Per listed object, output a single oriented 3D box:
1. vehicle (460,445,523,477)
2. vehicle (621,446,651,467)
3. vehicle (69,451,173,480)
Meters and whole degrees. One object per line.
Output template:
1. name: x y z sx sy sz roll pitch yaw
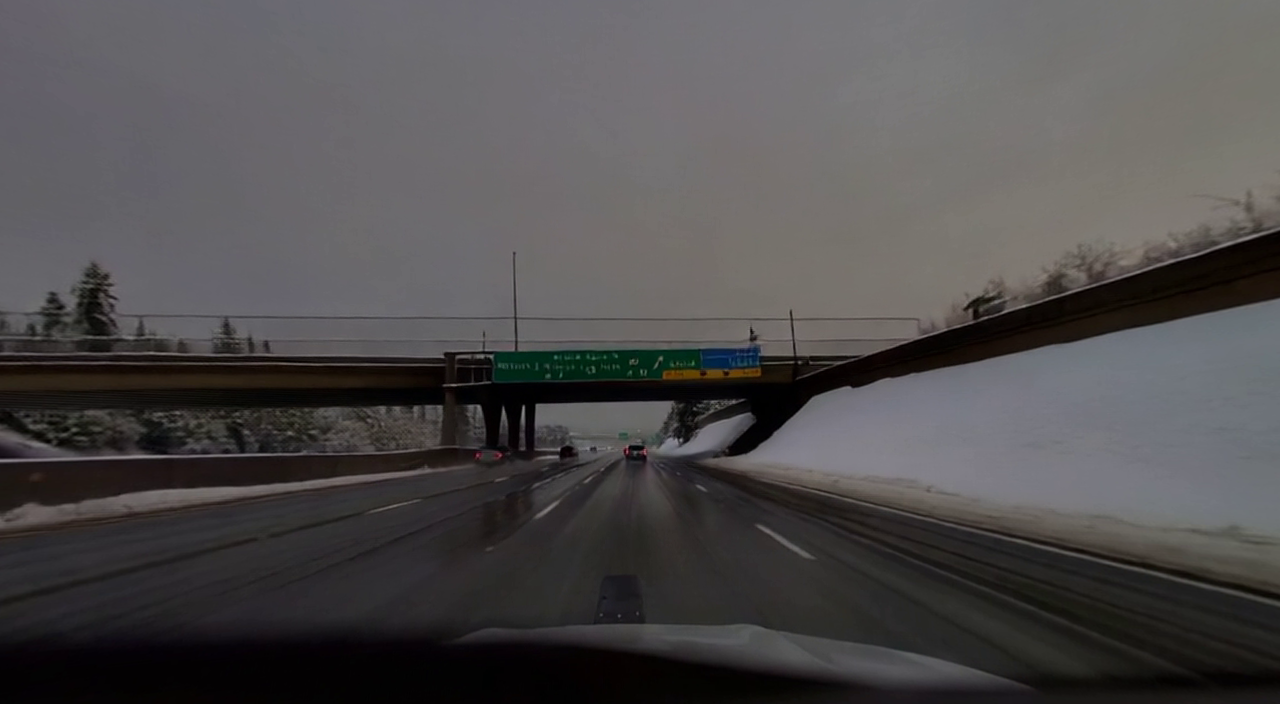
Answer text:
1. vehicle: -7.238 5.369 31.403 1.994 1.487 4.605 0 -9 0
2. vehicle: -0.344 7.672 46.599 2.086 1.472 4.168 0 -9 -1
3. vehicle: -28.552 6.242 35.066 1.841 1.468 4.634 0 -9 0
